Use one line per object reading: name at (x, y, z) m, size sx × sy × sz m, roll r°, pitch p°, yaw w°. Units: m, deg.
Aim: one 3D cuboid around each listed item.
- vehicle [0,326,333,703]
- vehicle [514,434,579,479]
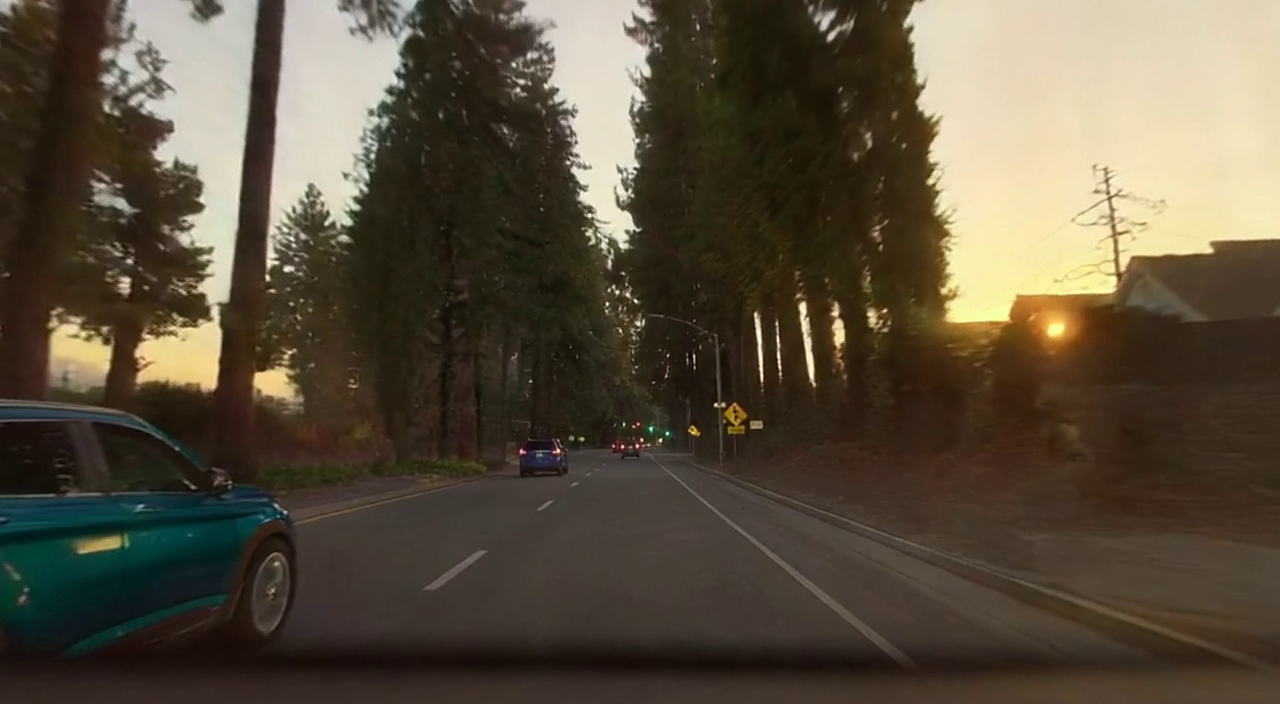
vehicle at (-3.527, 0.843, 2.851) m, size 2.152 × 1.731 × 4.335 m, roll 0°, pitch -8°, yaw -1°
vehicle at (-3.881, 4.422, 26.972) m, size 2.078 × 1.748 × 4.279 m, roll 0°, pitch -8°, yaw 0°
